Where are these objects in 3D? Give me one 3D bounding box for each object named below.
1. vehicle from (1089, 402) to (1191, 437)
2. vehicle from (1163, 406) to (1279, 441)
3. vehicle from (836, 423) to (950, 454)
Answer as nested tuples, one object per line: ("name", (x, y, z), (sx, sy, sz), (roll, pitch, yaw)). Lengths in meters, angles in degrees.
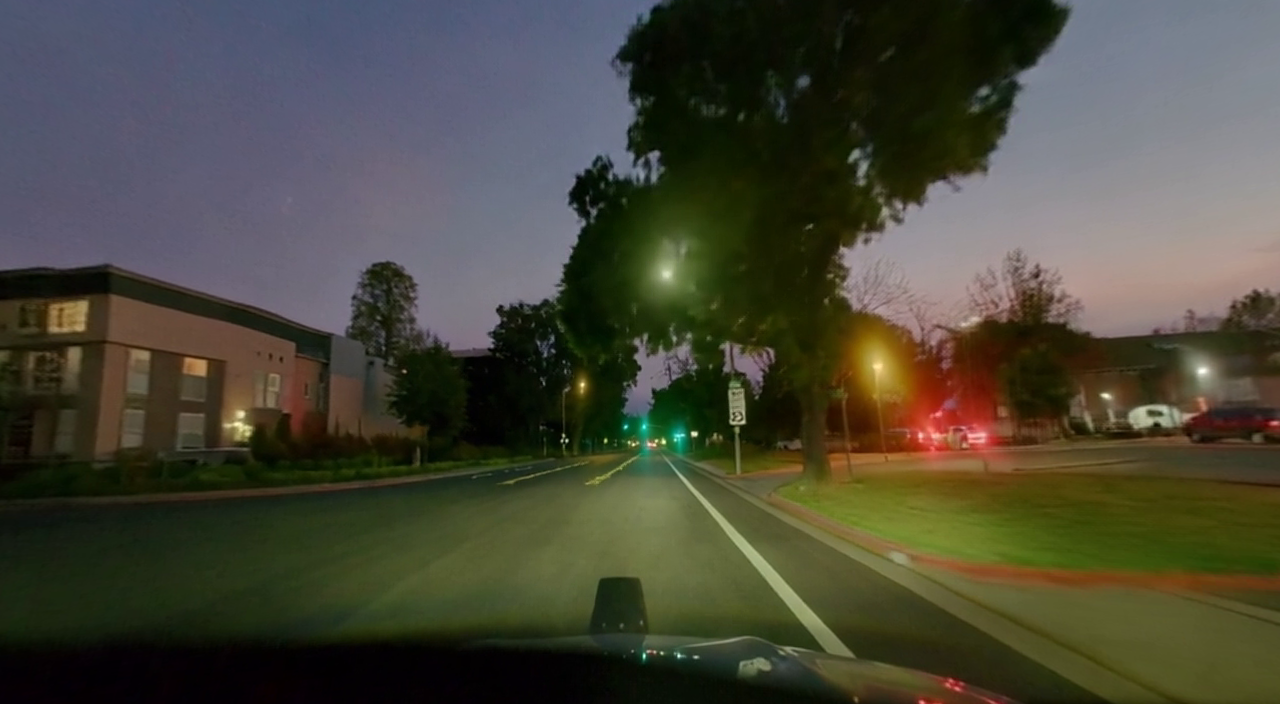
("vehicle", (27.282, 3.784, 34.636), (1.850, 1.706, 4.610), (0, -8, 0))
("vehicle", (27.228, 3.407, 29.436), (1.911, 1.461, 4.284), (0, -8, 0))
("vehicle", (12.799, 4.417, 32.144), (4.955, 1.489, 2.002), (0, -8, 1))
